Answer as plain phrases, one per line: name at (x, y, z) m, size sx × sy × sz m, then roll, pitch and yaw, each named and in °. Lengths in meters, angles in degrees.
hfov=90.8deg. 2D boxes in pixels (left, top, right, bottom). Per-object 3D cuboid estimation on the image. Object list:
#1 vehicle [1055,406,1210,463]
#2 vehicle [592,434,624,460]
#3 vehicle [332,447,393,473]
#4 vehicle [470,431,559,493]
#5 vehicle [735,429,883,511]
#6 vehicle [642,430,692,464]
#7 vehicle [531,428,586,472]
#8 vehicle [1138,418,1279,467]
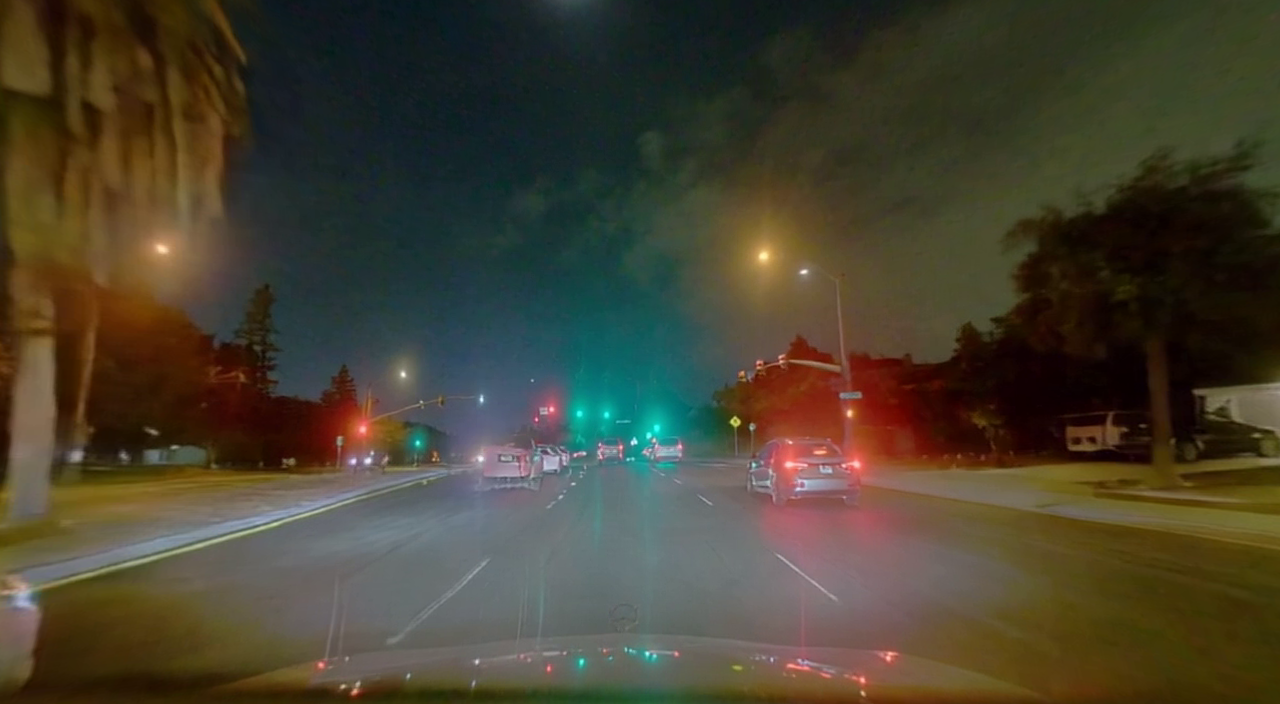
vehicle at (19.418, 3.267, 24.943) m, size 5.335 × 2.053 × 2.123 m, roll 3°, pitch -9°, yaw -20°
vehicle at (-2.462, 7.269, 48.172) m, size 2.164 × 1.867 × 4.254 m, roll 1°, pitch -8°, yaw -6°
vehicle at (-16.625, 6.454, 38.099) m, size 2.004 × 1.465 × 4.300 m, roll 0°, pitch -8°, yaw -4°
vehicle at (-3.547, 3.175, 18.606) m, size 1.922 × 1.577 × 4.140 m, roll 0°, pitch -8°, yaw -2°
vehicle at (3.419, 2.467, 13.687) m, size 1.870 × 1.491 × 4.009 m, roll 0°, pitch -8°, yaw -3°
vehicle at (1.608, 6.042, 40.298) m, size 2.391 × 1.960 × 5.600 m, roll 1°, pitch -8°, yaw -5°
vehicle at (-3.868, 4.819, 31.214) m, size 2.354 × 1.948 × 6.355 m, roll 0°, pitch -8°, yaw -4°
vehicle at (19.635, 3.072, 21.605) m, size 4.372 × 1.425 × 1.833 m, roll 0°, pitch -8°, yaw -18°
